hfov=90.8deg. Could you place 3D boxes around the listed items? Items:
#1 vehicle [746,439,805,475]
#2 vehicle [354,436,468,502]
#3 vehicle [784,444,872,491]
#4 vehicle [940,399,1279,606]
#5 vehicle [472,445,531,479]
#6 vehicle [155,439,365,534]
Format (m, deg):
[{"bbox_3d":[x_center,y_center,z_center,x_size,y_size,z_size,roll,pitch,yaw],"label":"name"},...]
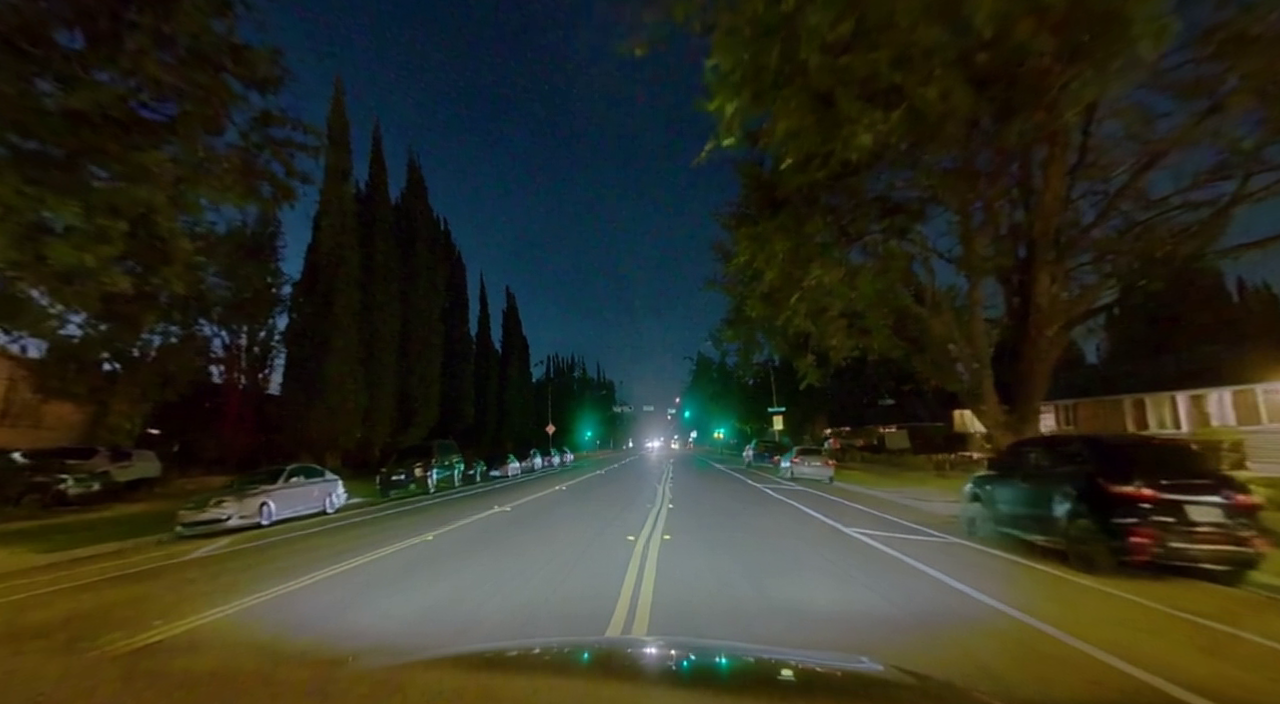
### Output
[{"bbox_3d":[6.647,5.169,31.411,2.155,1.668,4.425,0,-8,3],"label":"vehicle"},{"bbox_3d":[-8.420,4.305,23.801,2.225,2.037,5.158,-4,-8,2],"label":"vehicle"},{"bbox_3d":[6.553,4.040,22.606,1.908,1.477,4.920,0,-8,3],"label":"vehicle"},{"bbox_3d":[6.064,1.714,8.156,2.215,1.886,4.577,0,-8,2],"label":"vehicle"},{"bbox_3d":[-7.716,6.151,35.581,2.135,1.744,4.340,0,-8,3],"label":"vehicle"},{"bbox_3d":[-8.862,3.171,15.378,2.117,1.865,4.570,-3,-10,2],"label":"vehicle"}]
